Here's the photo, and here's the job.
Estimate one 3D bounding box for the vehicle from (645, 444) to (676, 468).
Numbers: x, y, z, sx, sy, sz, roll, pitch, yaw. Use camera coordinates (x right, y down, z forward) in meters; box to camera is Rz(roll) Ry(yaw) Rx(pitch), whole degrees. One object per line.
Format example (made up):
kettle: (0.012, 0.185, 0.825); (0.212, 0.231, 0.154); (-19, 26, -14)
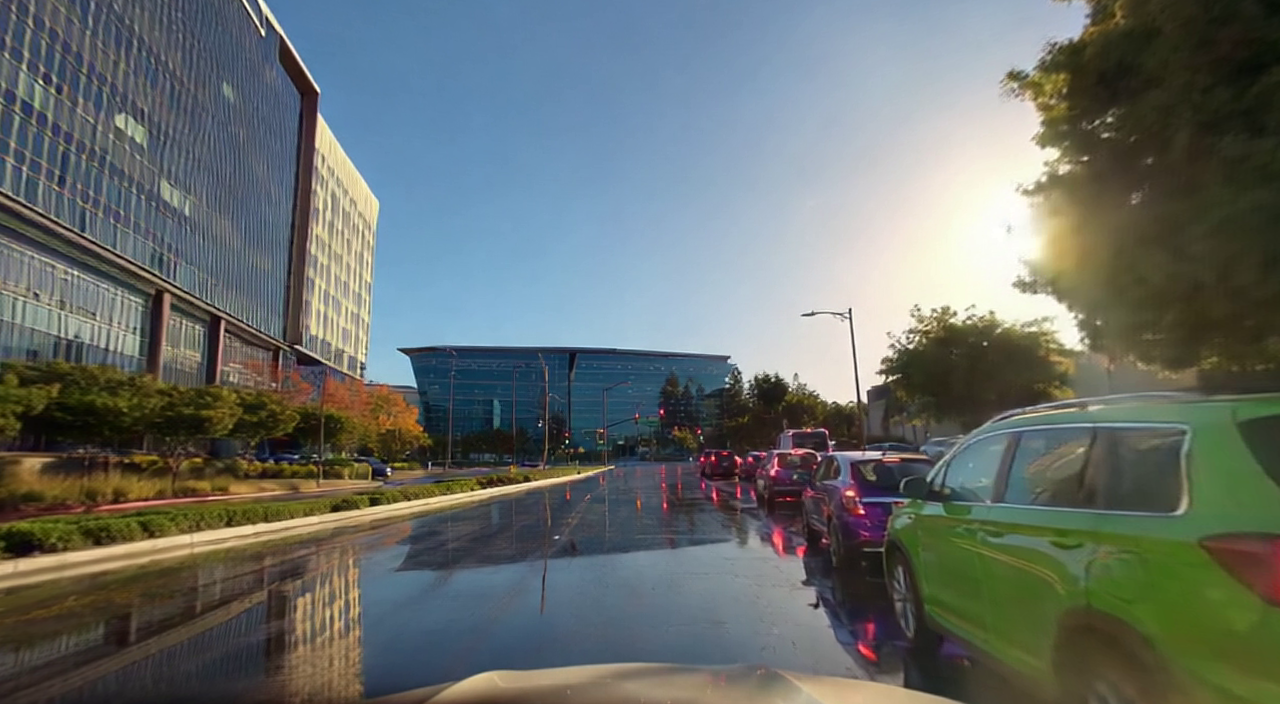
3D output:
vehicle: (1.667, 8.014, 48.719); (2.121, 1.728, 4.161); (-1, -9, 6)

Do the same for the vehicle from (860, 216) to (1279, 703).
vehicle: (2.469, 0.884, 2.715); (2.092, 1.703, 4.870); (-2, -9, 11)

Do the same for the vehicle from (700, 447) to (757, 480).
vehicle: (4.331, 5.499, 31.360); (2.183, 1.553, 3.923); (0, -9, -1)
